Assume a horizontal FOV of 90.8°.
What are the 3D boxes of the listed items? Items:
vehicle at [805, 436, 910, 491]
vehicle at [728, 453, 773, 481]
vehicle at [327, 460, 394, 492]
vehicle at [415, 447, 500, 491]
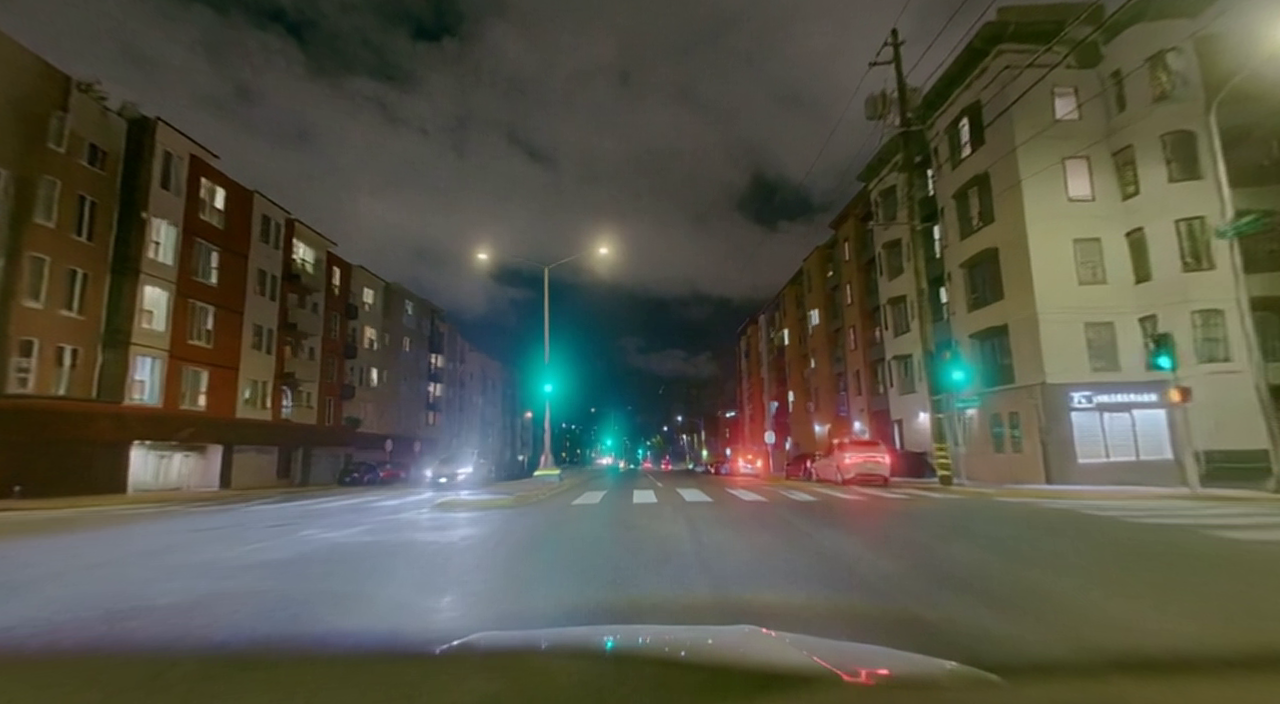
[{"bbox_3d":[7.483,3.884,22.313,1.996,1.704,4.490,0,-9,-1],"label":"vehicle"},{"bbox_3d":[7.419,7.714,42.757,2.143,1.731,4.781,0,-9,0],"label":"vehicle"},{"bbox_3d":[-14.785,6.547,33.648,1.879,1.507,3.745,0,-9,-1],"label":"vehicle"},{"bbox_3d":[-7.280,4.677,25.690,2.180,1.608,4.321,0,-9,-1],"label":"vehicle"}]
